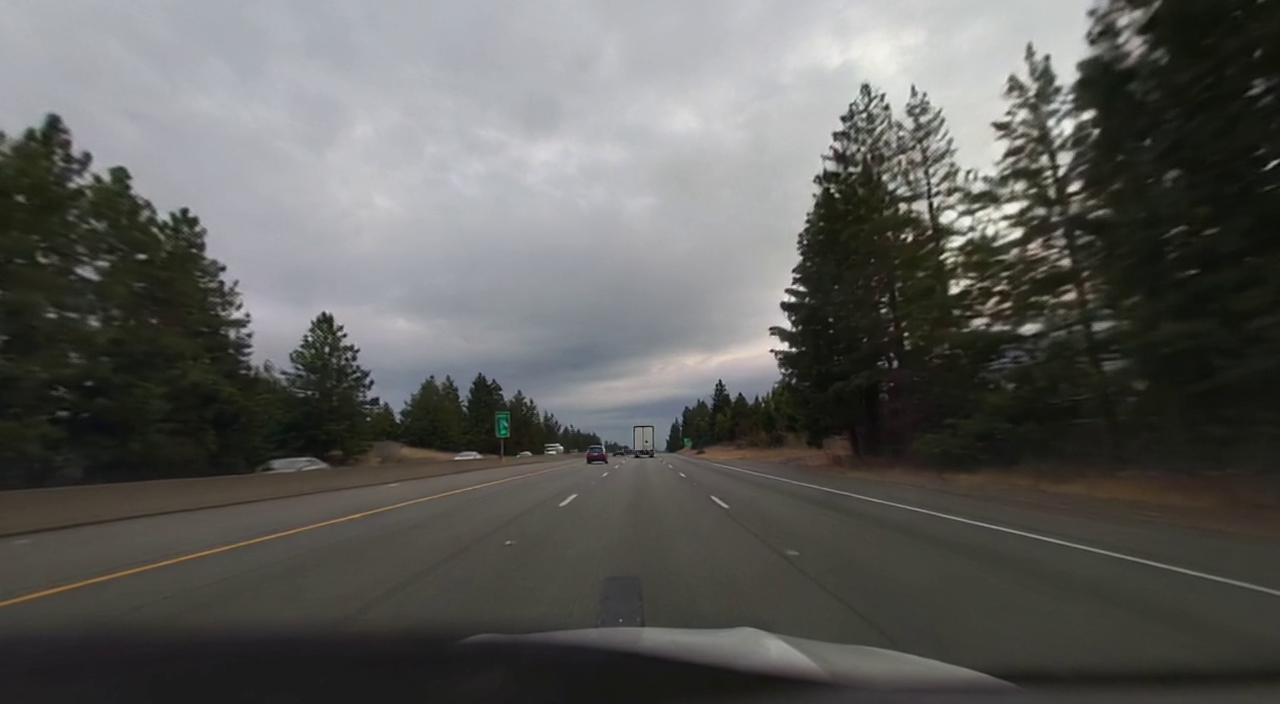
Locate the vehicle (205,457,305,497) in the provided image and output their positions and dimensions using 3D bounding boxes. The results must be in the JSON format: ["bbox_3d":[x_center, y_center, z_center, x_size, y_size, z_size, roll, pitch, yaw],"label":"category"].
[{"bbox_3d":[-15.832,5.130,26.194,1.684,1.422,3.849,-1,-9,1],"label":"vehicle"}]
